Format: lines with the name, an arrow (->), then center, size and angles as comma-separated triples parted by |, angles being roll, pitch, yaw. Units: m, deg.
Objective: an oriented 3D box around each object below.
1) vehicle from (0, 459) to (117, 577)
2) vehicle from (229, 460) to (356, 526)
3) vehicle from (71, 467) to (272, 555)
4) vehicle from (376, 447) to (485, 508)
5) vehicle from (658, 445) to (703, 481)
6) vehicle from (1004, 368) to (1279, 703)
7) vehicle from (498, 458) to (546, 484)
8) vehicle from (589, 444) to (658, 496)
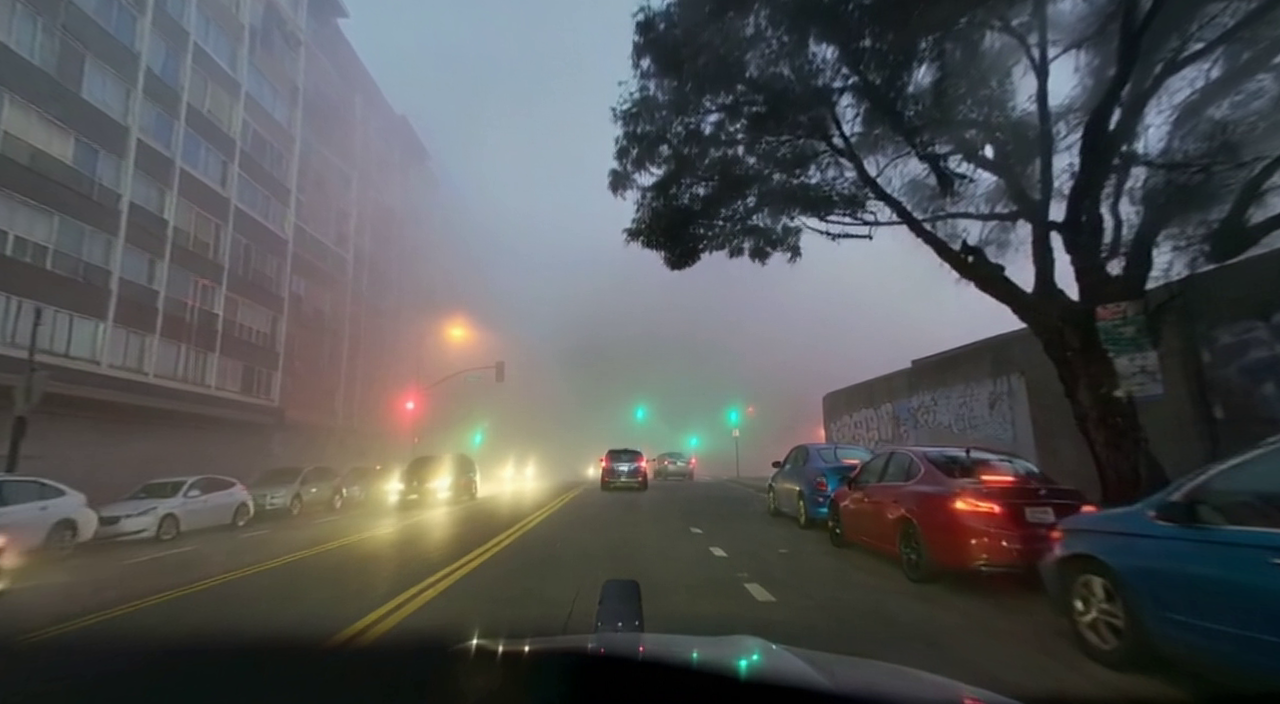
vehicle -> -10.949, 2.684, 9.651 | 2.276, 1.741, 4.439 | -6, -8, -2
vehicle -> -11.148, 4.493, 20.622 | 1.822, 1.639, 4.144 | -5, -8, 0
vehicle -> -11.034, 3.713, 15.370 | 1.741, 1.506, 4.370 | -4, -8, -3
vehicle -> -6.716, 4.022, 20.853 | 2.147, 1.747, 4.409 | 0, -8, -1
vehicle -> 2.095, 5.843, 33.616 | 2.207, 1.761, 4.292 | -1, -8, 3
vehicle -> 4.163, 0.922, 2.598 | 2.097, 1.811, 5.230 | 0, -8, -1
vehicle -> -6.999, 7.088, 37.870 | 2.040, 1.402, 4.237 | 0, -9, 0
vehicle -> -0.566, 4.041, 22.068 | 2.166, 1.579, 4.300 | 0, -8, -1
